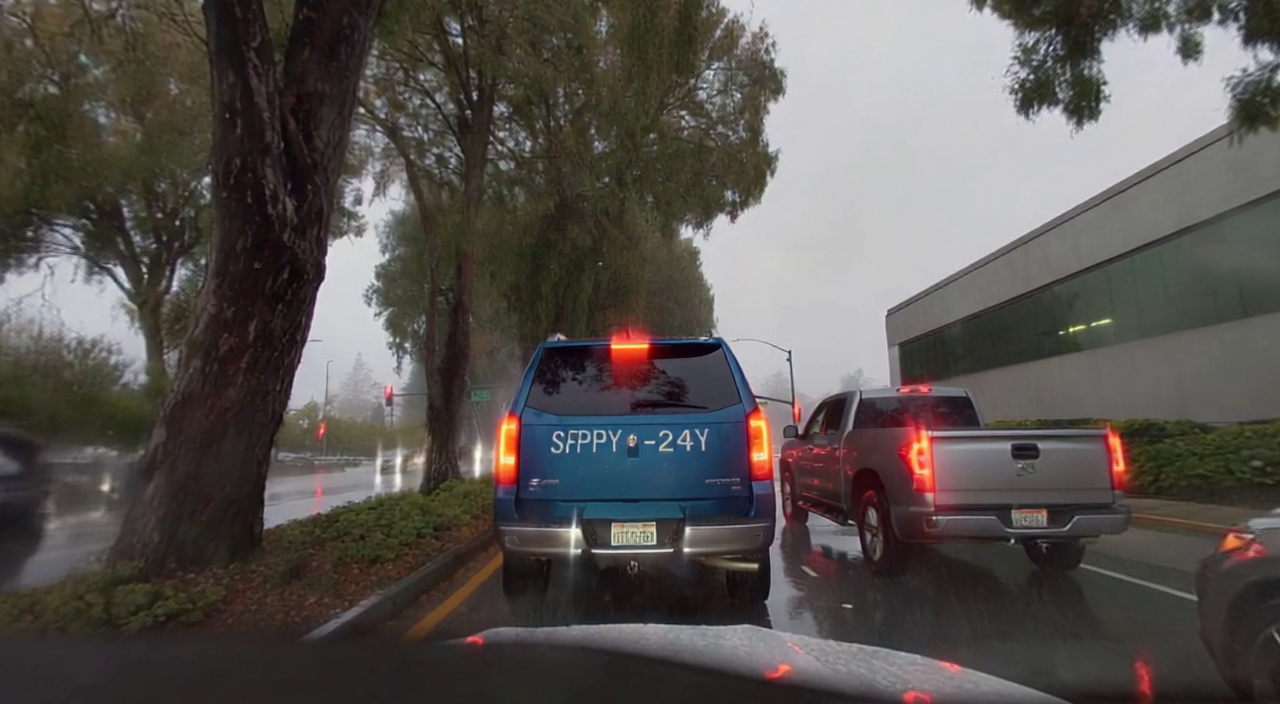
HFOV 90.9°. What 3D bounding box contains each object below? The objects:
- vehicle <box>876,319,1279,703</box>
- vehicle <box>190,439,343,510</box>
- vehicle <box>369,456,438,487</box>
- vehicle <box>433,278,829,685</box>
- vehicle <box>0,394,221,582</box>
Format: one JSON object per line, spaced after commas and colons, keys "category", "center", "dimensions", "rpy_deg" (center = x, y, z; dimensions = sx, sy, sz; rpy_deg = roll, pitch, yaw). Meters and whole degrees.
{"category": "vehicle", "center": [3.077, 0.987, 3.482], "dimensions": [2.022, 1.700, 4.410], "rpy_deg": [0, -8, 3]}
{"category": "vehicle", "center": [-15.983, 5.214, 27.667], "dimensions": [2.741, 2.730, 6.221], "rpy_deg": [0, -8, 1]}
{"category": "vehicle", "center": [-15.425, 7.792, 41.502], "dimensions": [2.214, 1.815, 5.613], "rpy_deg": [0, -8, 2]}
{"category": "vehicle", "center": [0.008, 1.041, 5.937], "dimensions": [2.267, 2.372, 4.366], "rpy_deg": [0, -8, 2]}
{"category": "vehicle", "center": [-9.004, 1.694, 7.424], "dimensions": [2.873, 2.199, 8.099], "rpy_deg": [-4, -8, -2]}
